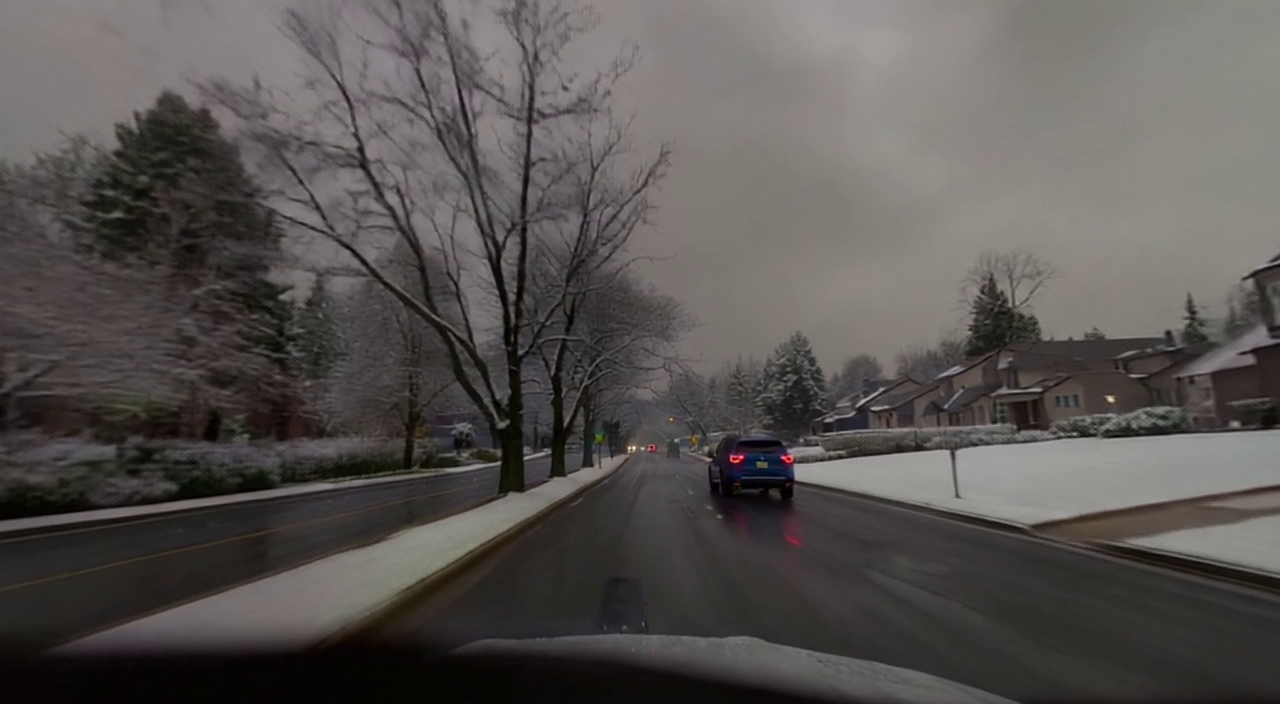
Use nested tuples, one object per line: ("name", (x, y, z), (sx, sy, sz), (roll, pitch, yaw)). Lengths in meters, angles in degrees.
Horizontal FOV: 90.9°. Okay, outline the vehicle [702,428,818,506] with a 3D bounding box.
("vehicle", (2.986, 3.022, 16.874), (2.180, 1.773, 4.639), (0, -9, 0))
